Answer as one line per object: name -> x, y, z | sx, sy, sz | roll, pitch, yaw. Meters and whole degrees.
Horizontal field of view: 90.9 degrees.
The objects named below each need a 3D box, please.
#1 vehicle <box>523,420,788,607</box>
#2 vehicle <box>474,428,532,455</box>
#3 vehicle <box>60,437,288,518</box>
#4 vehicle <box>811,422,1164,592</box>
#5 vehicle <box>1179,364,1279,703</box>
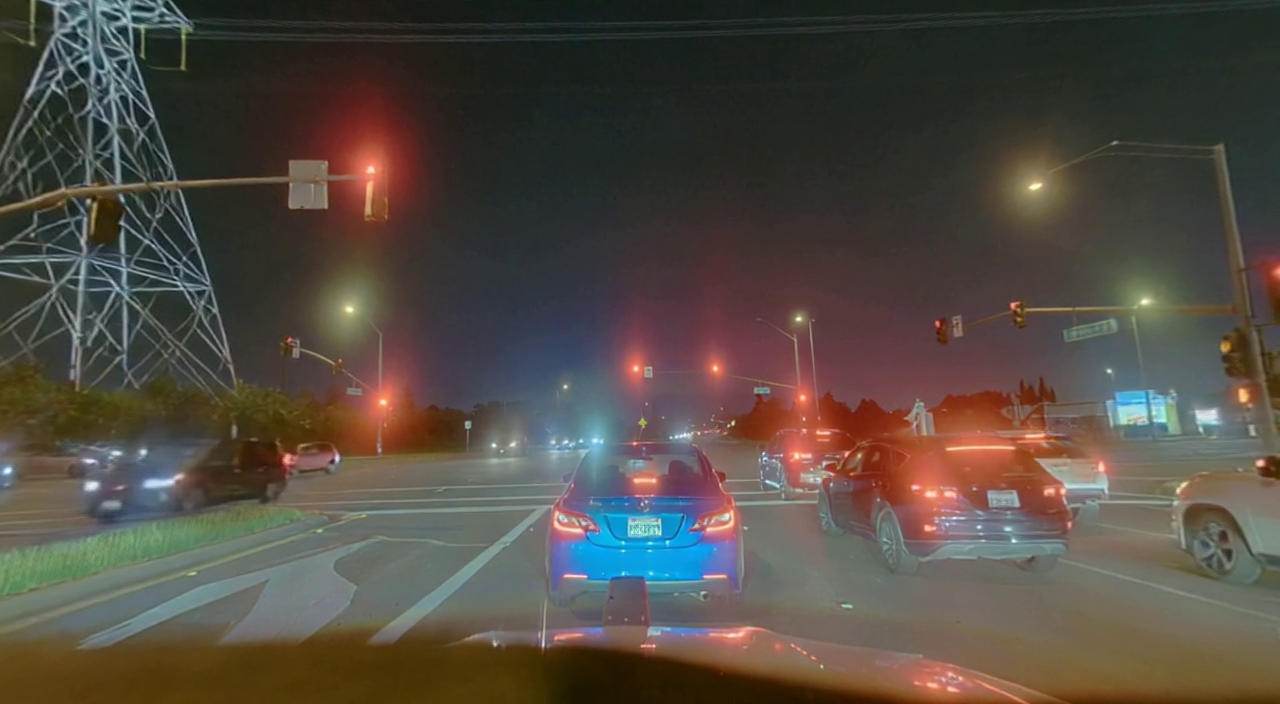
vehicle -> 0.110, 1.595, 7.125 | 2.117, 1.474, 4.036 | 0, -8, 0
vehicle -> -9.105, 6.058, 42.524 | 2.269, 1.716, 5.700 | -1, -8, 4
vehicle -> -10.181, 2.729, 14.284 | 1.910, 1.537, 4.123 | -1, -8, 2
vehicle -> 3.651, 1.682, 7.720 | 1.835, 1.473, 4.190 | 0, -8, -2
vehicle -> 3.409, 0.588, 0.625 | 1.926, 1.614, 4.330 | 0, -8, 1
